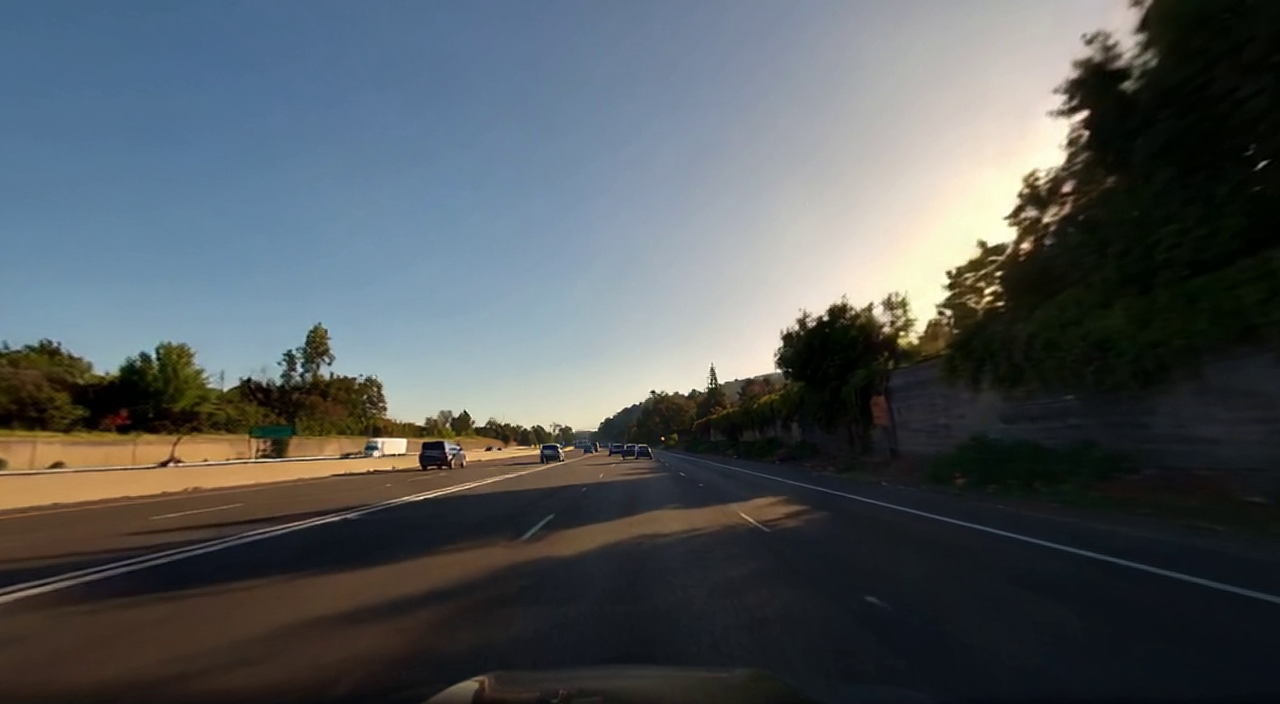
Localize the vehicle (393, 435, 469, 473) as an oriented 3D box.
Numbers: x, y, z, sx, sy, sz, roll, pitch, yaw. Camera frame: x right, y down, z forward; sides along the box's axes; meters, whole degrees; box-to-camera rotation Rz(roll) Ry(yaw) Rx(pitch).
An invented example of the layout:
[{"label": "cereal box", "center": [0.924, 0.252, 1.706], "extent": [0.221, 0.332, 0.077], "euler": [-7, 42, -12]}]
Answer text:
[{"label": "vehicle", "center": [-10.526, 5.165, 32.249], "extent": [2.195, 1.795, 4.659], "euler": [0, -9, 1]}]

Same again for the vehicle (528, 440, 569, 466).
[{"label": "vehicle", "center": [-6.245, 6.955, 43.519], "extent": [2.080, 1.694, 4.279], "euler": [0, -9, 2]}]
